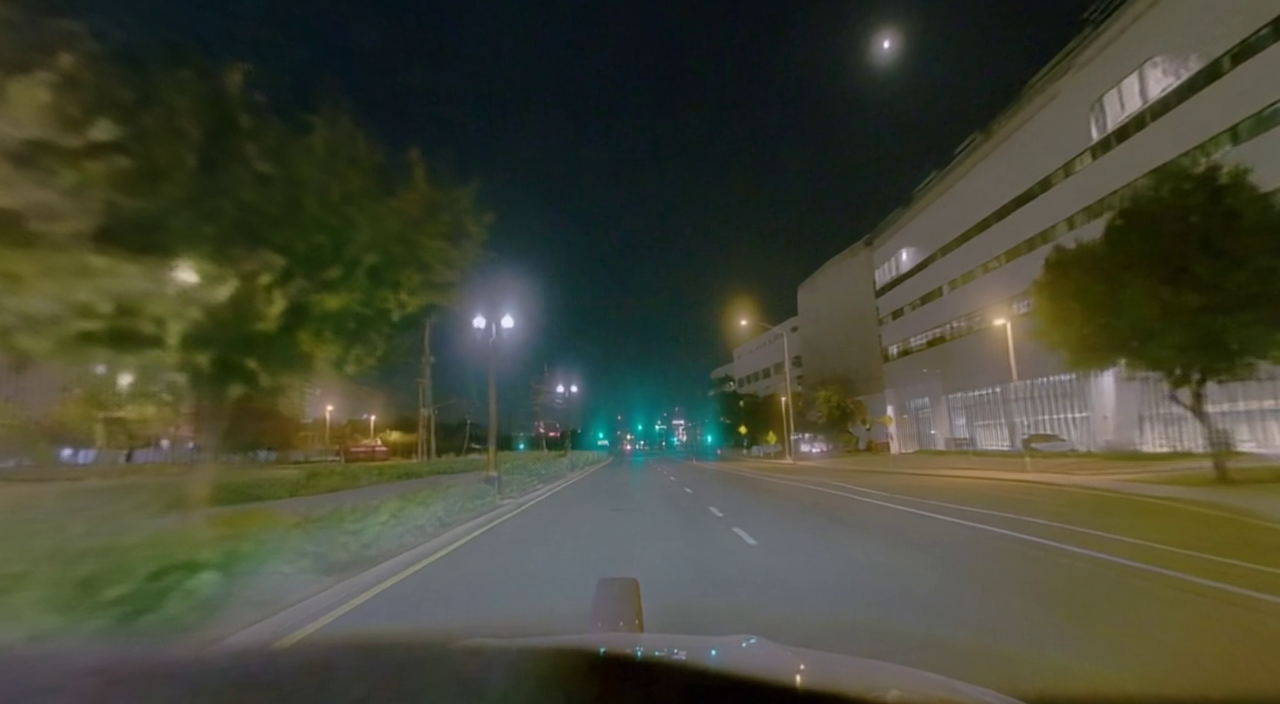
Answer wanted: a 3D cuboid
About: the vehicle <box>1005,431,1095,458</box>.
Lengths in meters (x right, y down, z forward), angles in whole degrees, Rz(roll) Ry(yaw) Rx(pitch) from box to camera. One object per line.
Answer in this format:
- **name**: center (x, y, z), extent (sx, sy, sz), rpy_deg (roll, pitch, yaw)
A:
- **vehicle**: center (29.202, 6.616, 45.143), extent (4.924, 1.901, 2.095), rpy_deg (0, -9, 0)
